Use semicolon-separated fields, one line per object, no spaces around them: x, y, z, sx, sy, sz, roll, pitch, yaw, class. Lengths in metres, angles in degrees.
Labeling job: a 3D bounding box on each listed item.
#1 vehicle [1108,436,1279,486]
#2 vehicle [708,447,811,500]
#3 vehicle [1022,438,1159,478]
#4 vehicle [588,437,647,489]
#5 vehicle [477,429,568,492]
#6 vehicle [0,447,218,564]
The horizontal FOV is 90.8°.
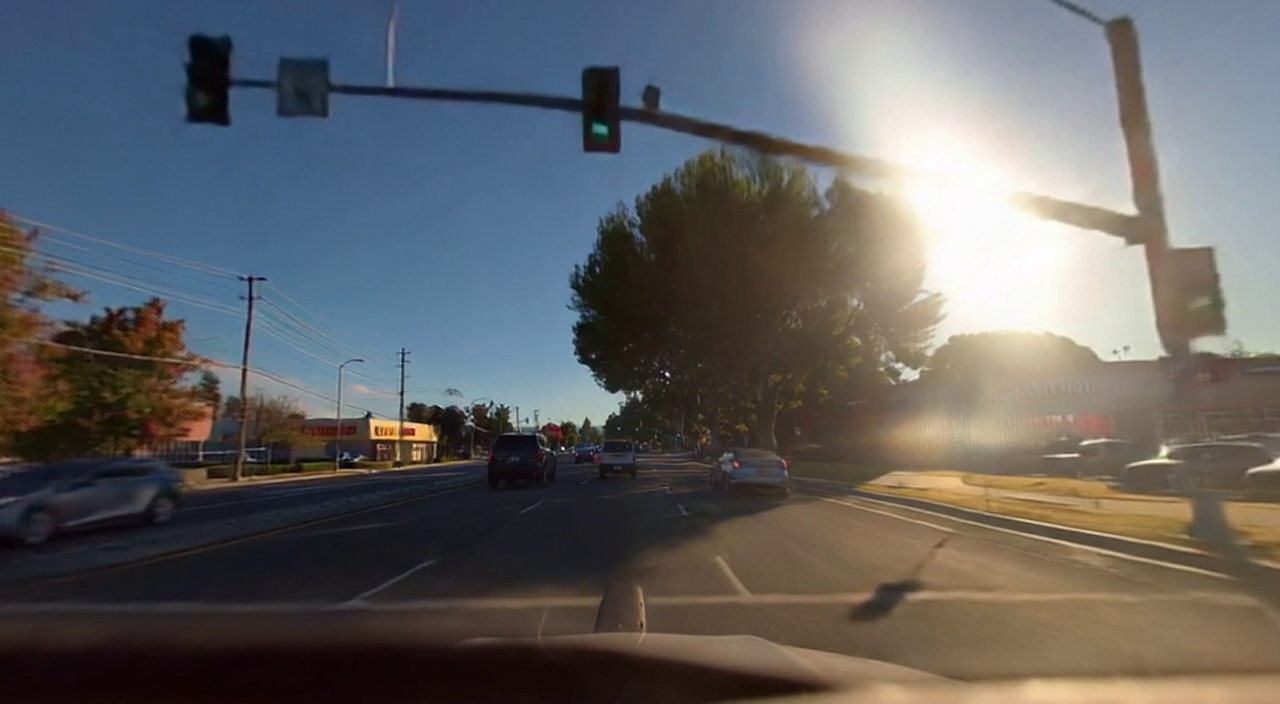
18.395;3.586;20.926;4.216;1.562;1.946;0;-9;-2;vehicle
3.593;3.729;19.916;2.207;1.447;4.418;0;-9;-2;vehicle
18.528;4.357;26.129;4.107;1.540;1.994;0;-9;-1;vehicle
-0.804;4.196;24.206;2.061;1.809;4.141;0;-8;0;vehicle
-4.113;3.920;23.241;2.252;1.999;5.605;0;-8;0;vehicle
-9.190;2.328;10.176;1.867;1.427;4.371;-3;-8;-1;vehicle
